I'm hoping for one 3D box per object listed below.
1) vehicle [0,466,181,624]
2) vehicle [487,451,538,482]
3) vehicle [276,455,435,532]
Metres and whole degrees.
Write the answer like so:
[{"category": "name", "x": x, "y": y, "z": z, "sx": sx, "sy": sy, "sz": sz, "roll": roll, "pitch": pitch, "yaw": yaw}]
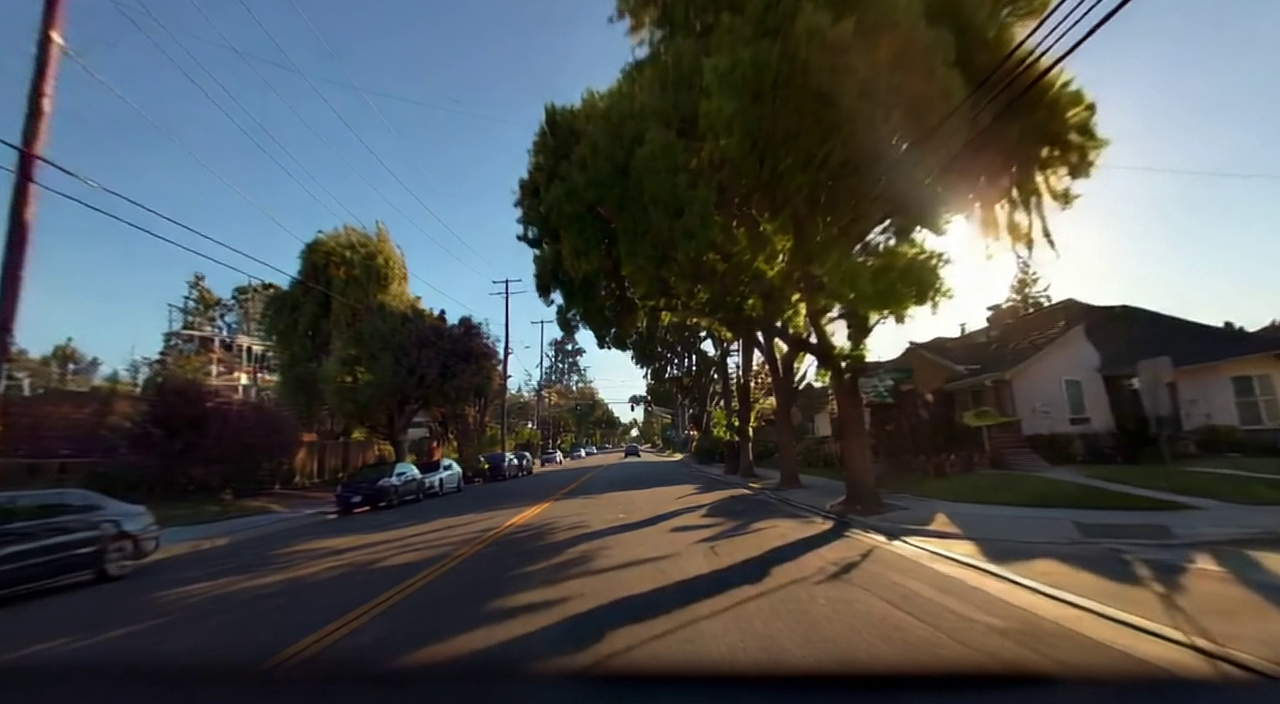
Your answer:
[{"category": "vehicle", "x": -7.476, "y": 2.087, "z": 6.978, "sx": 1.949, "sy": 1.512, "sz": 3.818, "roll": 0, "pitch": -9, "yaw": -1}, {"category": "vehicle", "x": -7.317, "y": 6.549, "z": 36.511, "sx": 1.928, "sy": 1.481, "sz": 4.152, "roll": -6, "pitch": -9, "yaw": 1}, {"category": "vehicle", "x": -7.363, "y": 3.642, "z": 16.951, "sx": 1.839, "sy": 1.494, "sz": 4.757, "roll": -9, "pitch": -9, "yaw": 2}]
